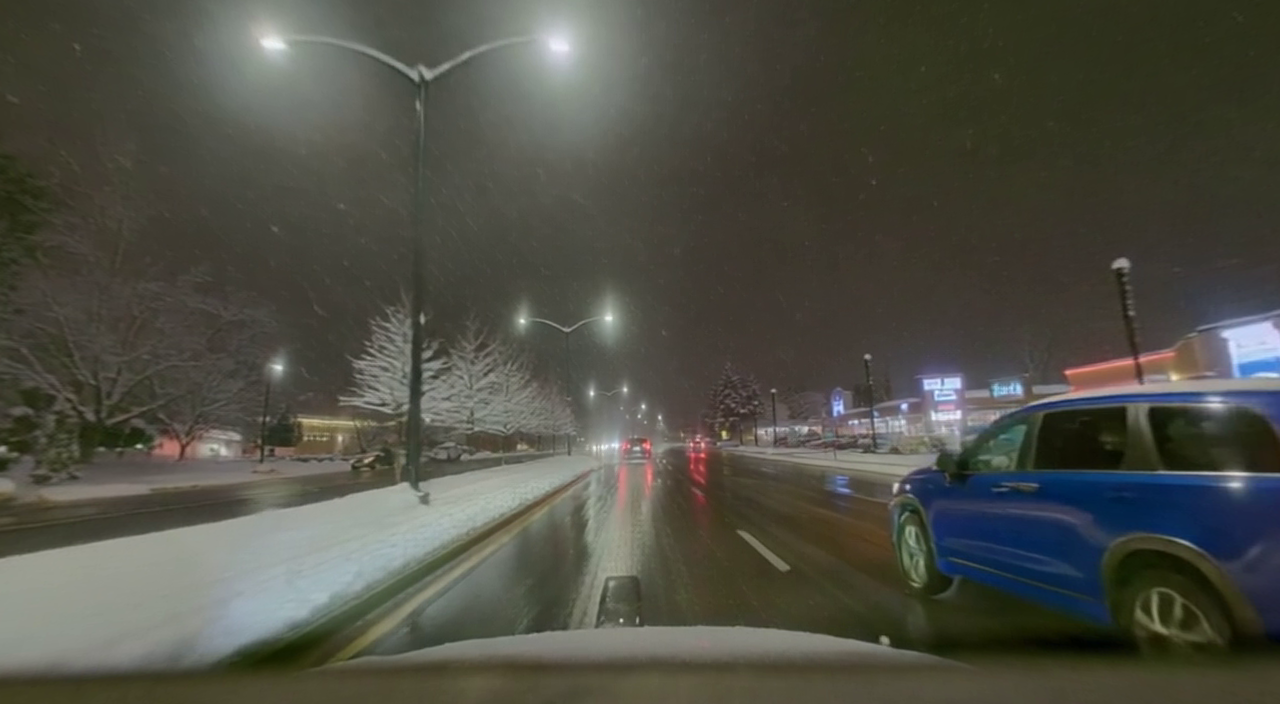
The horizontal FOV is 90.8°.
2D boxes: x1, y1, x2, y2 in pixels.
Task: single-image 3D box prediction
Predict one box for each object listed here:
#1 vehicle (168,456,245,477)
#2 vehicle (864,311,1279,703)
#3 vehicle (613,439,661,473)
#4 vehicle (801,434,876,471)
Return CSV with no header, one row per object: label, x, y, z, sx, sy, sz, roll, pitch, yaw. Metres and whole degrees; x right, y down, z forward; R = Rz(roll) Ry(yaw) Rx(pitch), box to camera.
vehicle,-33.230,8.746,48.485,4.741,1.442,1.957,6,-10,-36
vehicle,3.206,0.937,3.672,2.110,1.698,4.397,0,-8,-1
vehicle,-0.168,4.898,29.971,2.126,1.475,3.967,0,-8,-1
vehicle,10.066,5.128,32.466,2.079,1.716,4.771,0,-8,-2
